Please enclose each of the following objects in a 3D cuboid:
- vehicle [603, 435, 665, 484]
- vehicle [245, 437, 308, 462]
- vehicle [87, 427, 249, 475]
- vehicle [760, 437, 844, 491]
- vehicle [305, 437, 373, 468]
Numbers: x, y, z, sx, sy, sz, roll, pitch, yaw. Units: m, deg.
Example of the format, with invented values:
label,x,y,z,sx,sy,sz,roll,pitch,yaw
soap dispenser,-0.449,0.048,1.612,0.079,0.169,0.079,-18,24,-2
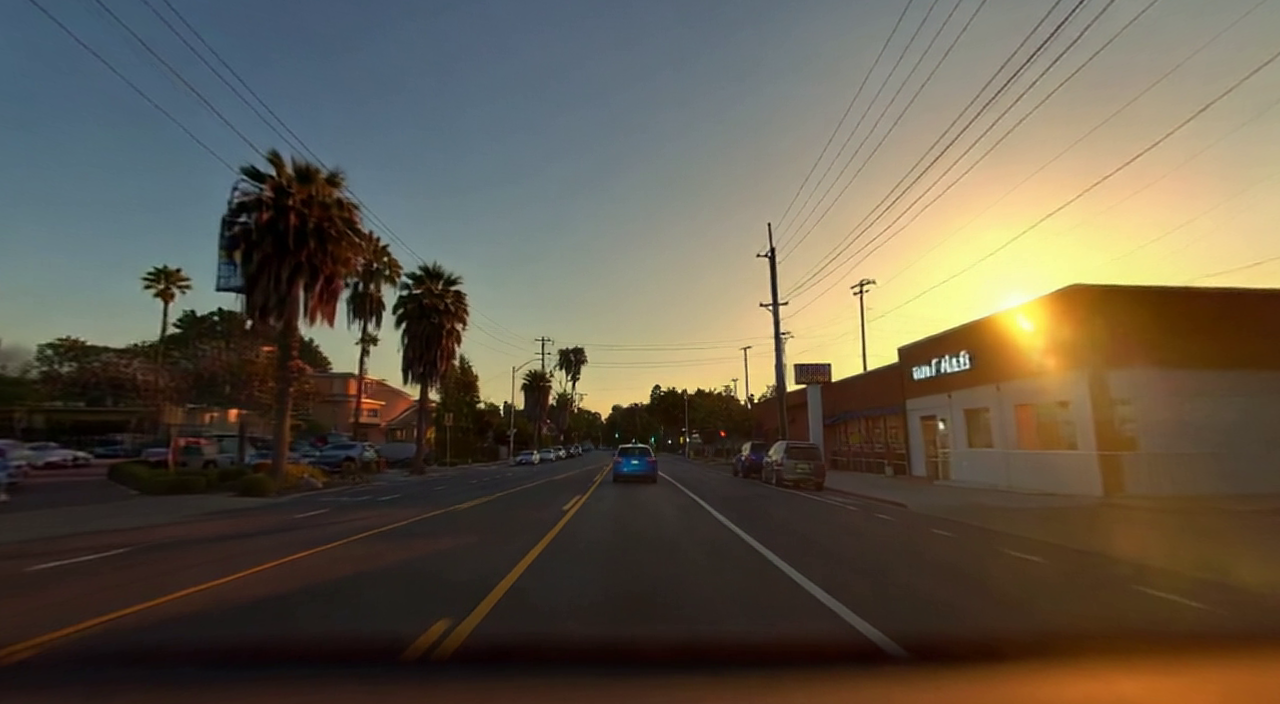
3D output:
label,x,y,z,sx,sy,sz,roll,pitch,yaw
vehicle,-0.238,4.315,25.603,2.264,1.798,4.563,0,-9,-1
vehicle,-22.954,6.168,39.927,1.829,1.492,4.487,1,-9,-8
vehicle,-19.058,4.001,25.577,4.976,1.741,1.986,7,-11,-40
vehicle,5.929,4.151,23.623,1.945,1.791,4.460,0,-9,0
vehicle,-17.649,5.894,37.151,2.084,1.678,4.707,1,-9,-6
